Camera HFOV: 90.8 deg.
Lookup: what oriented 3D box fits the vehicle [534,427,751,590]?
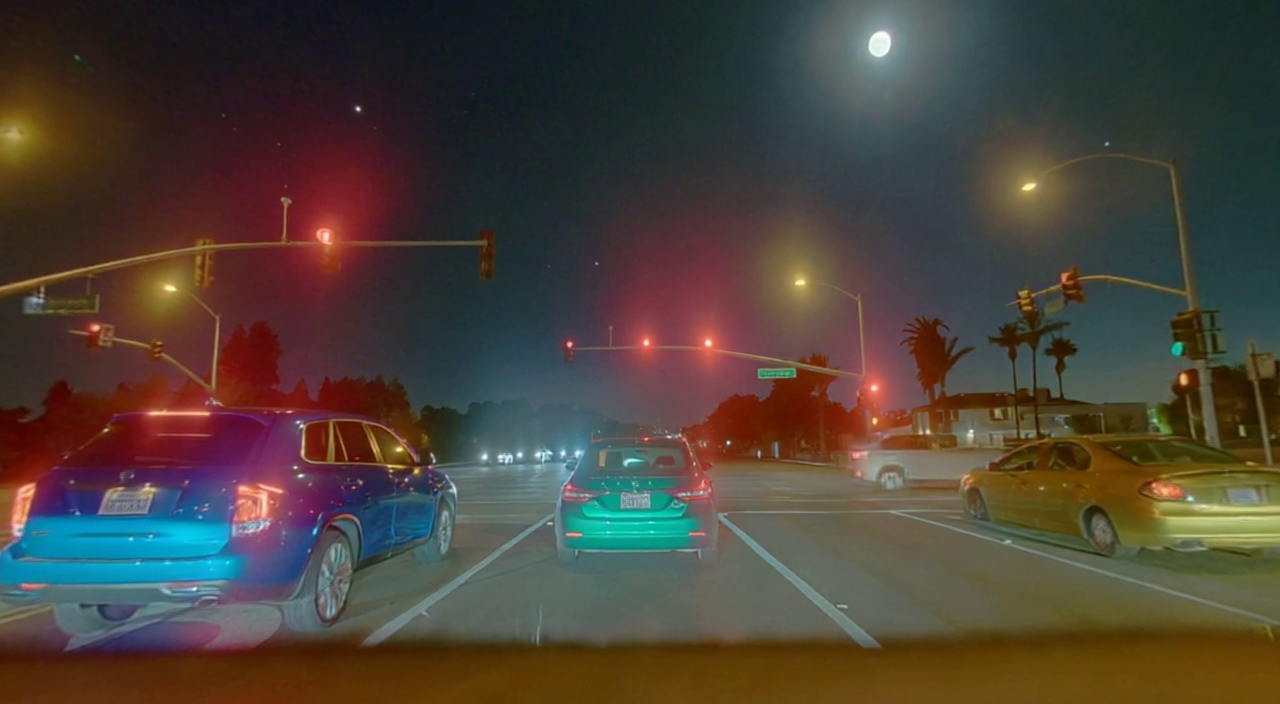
[{"bbox_3d":[-0.007,1.701,7.732,1.942,1.445,3.973,0,-8,-1],"label":"vehicle"}]

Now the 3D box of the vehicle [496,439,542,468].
[{"bbox_3d":[-7.963,6.701,42.002,2.130,1.810,4.450,-2,-8,1],"label":"vehicle"}]

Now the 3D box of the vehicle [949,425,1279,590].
[{"bbox_3d":[6.093,1.760,8.093,1.970,1.489,4.482,0,-8,-1],"label":"vehicle"}]

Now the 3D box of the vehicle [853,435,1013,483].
[{"bbox_3d":[10.497,3.862,22.925,4.742,1.605,2.117,0,-8,0],"label":"vehicle"}]

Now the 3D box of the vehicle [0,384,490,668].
[{"bbox_3d":[-3.104,1.366,6.092,2.051,1.682,4.467,0,-8,2],"label":"vehicle"}]
